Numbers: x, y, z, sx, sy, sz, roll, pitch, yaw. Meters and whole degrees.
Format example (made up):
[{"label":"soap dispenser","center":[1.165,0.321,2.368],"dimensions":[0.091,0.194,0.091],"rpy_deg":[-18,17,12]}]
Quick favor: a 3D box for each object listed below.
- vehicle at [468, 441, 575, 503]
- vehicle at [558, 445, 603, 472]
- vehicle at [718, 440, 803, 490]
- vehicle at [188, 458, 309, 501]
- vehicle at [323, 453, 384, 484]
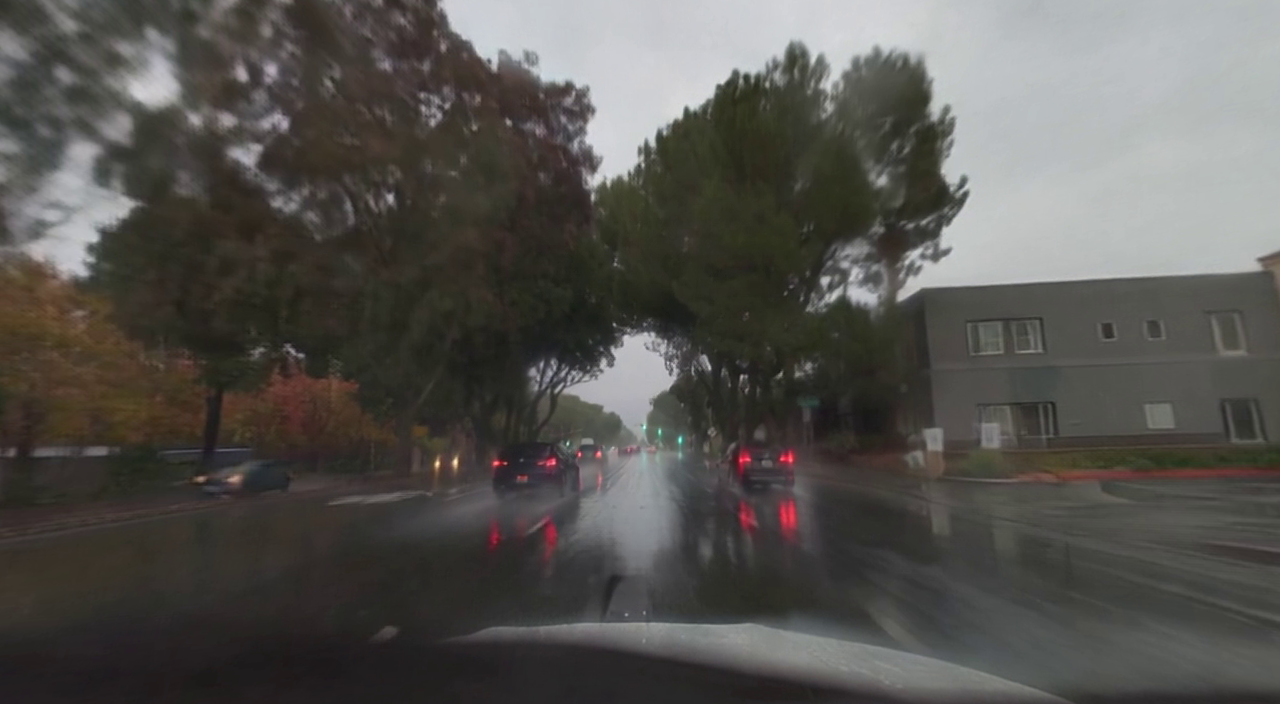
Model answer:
[{"label":"vehicle","center":[-3.140,3.276,17.696],"dimensions":[2.053,1.480,4.381],"rpy_deg":[0,-9,1]},{"label":"vehicle","center":[-3.400,6.176,36.839],"dimensions":[1.988,1.497,4.404],"rpy_deg":[0,-9,2]},{"label":"vehicle","center":[3.953,3.794,21.518],"dimensions":[2.010,1.486,4.498],"rpy_deg":[0,-9,0]},{"label":"vehicle","center":[-15.591,5.083,25.446],"dimensions":[1.997,1.472,4.426],"rpy_deg":[0,-9,1]},{"label":"vehicle","center":[-22.272,9.045,49.201],"dimensions":[2.523,2.213,4.637],"rpy_deg":[0,-9,-1]}]
